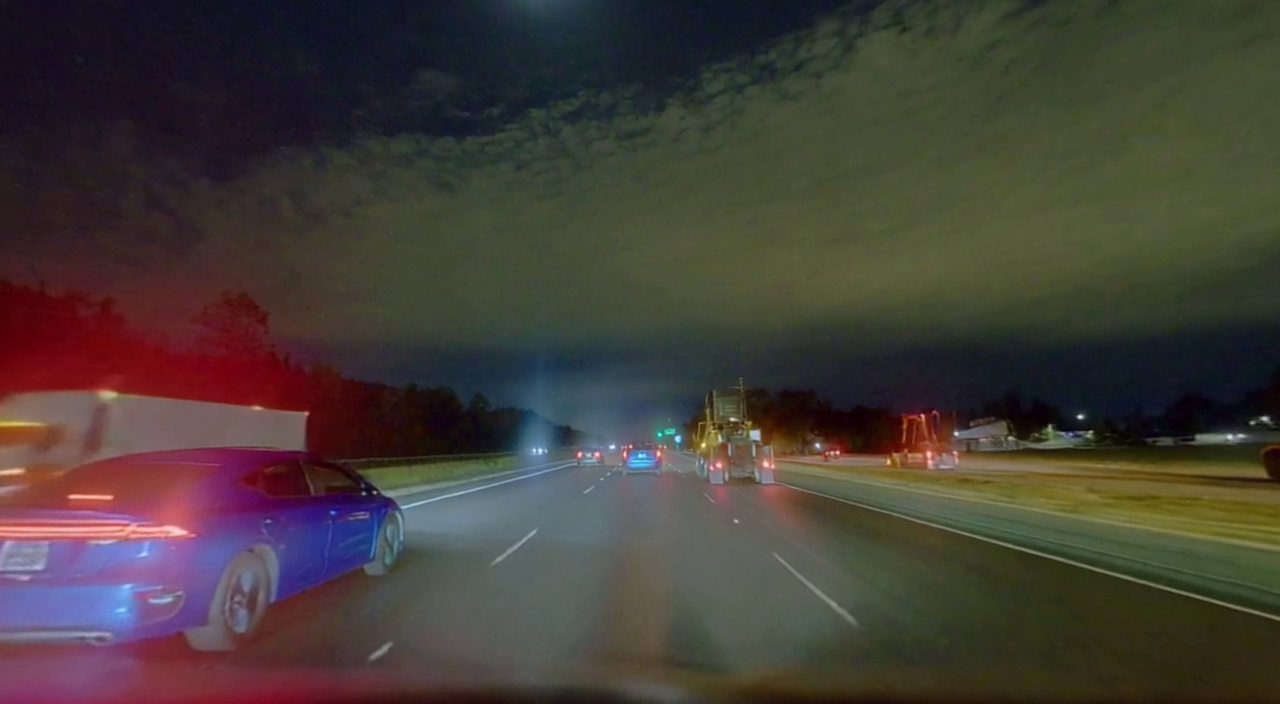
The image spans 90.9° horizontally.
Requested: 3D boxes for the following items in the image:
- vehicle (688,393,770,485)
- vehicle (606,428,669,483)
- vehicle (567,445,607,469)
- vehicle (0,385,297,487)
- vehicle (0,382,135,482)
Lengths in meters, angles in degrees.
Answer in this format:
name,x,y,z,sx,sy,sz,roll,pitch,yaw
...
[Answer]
name,x,y,z,sx,sy,sz,roll,pitch,yaw
vehicle,4.060,4.314,31.109,2.793,3.828,9.580,0,-8,1
vehicle,-0.065,4.116,25.417,2.308,1.993,4.631,0,-8,1
vehicle,-3.322,6.669,40.352,2.096,1.469,4.319,0,-8,1
vehicle,-25.046,4.656,34.084,3.477,4.162,16.507,0,-8,1
vehicle,-25.030,3.326,25.793,2.998,3.638,6.625,0,-8,1
